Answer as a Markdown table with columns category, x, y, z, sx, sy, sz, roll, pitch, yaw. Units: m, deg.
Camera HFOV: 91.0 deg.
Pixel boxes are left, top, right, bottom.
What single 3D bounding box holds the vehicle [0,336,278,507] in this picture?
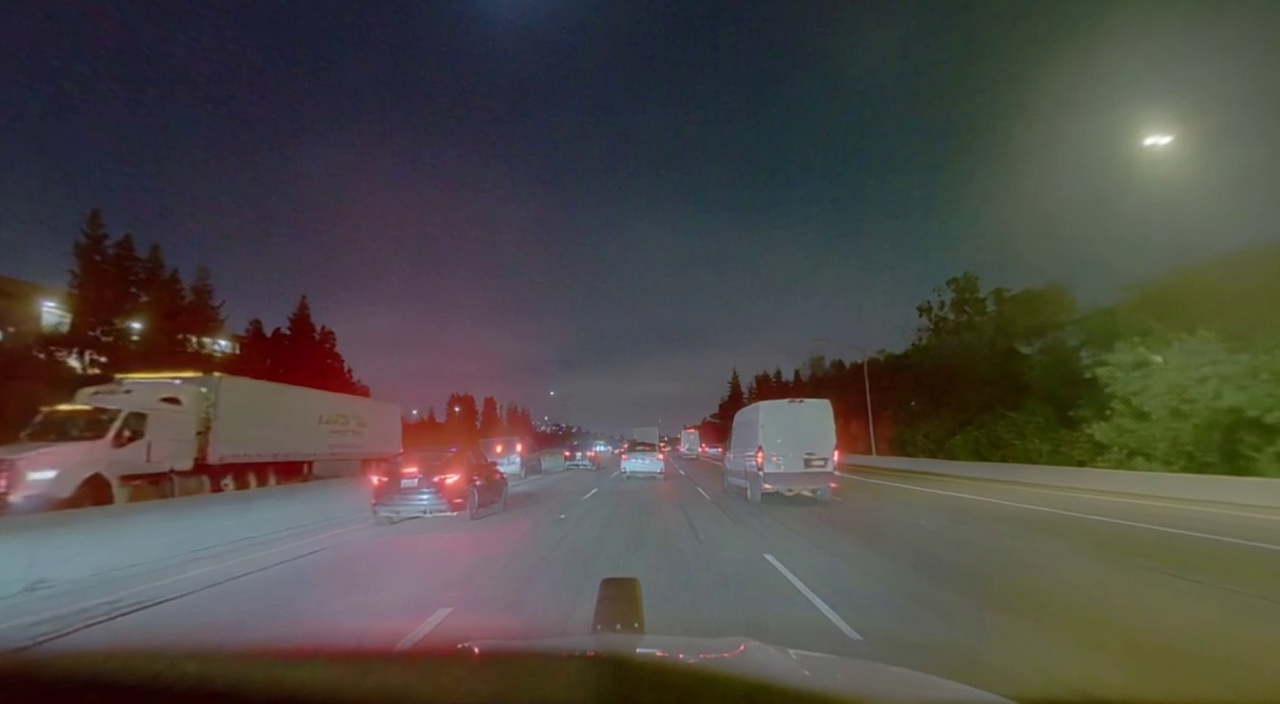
| category | x | y | z | sx | sy | sz | roll | pitch | yaw |
| --- | --- | --- | --- | --- | --- | --- | --- | --- | --- |
| vehicle | -15.278 | 2.270 | 19.244 | 3.043 | 4.038 | 8.794 | 0 | -9 | 0 |

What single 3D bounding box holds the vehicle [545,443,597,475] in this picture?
| category | x | y | z | sx | sy | sz | roll | pitch | yaw |
| --- | --- | --- | --- | --- | --- | --- | --- | --- | --- |
| vehicle | -3.344 | 5.277 | 31.252 | 2.062 | 1.459 | 4.365 | 0 | -9 | 0 |

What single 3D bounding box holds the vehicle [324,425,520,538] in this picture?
| category | x | y | z | sx | sy | sz | roll | pitch | yaw |
| --- | --- | --- | --- | --- | --- | --- | --- | --- | --- |
| vehicle | -3.548 | 2.197 | 11.255 | 1.956 | 1.602 | 4.258 | 0 | -9 | 0 |

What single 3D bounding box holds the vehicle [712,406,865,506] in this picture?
| category | x | y | z | sx | sy | sz | roll | pitch | yaw |
| --- | --- | --- | --- | --- | --- | --- | --- | --- | --- |
| vehicle | 3.455 | 2.608 | 16.119 | 2.460 | 2.086 | 5.576 | 0 | -9 | -1 |

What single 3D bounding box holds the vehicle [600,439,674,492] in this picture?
| category | x | y | z | sx | sy | sz | roll | pitch | yaw |
| --- | --- | --- | --- | --- | --- | --- | --- | --- | --- |
| vehicle | -0.101 | 3.488 | 19.691 | 2.053 | 1.461 | 3.941 | 0 | -9 | 0 |

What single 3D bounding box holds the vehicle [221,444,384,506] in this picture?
| category | x | y | z | sx | sy | sz | roll | pitch | yaw |
| --- | --- | --- | --- | --- | --- | --- | --- | --- | --- |
| vehicle | -9.044 | 3.302 | 17.416 | 1.937 | 1.450 | 4.569 | 0 | -9 | 0 |
